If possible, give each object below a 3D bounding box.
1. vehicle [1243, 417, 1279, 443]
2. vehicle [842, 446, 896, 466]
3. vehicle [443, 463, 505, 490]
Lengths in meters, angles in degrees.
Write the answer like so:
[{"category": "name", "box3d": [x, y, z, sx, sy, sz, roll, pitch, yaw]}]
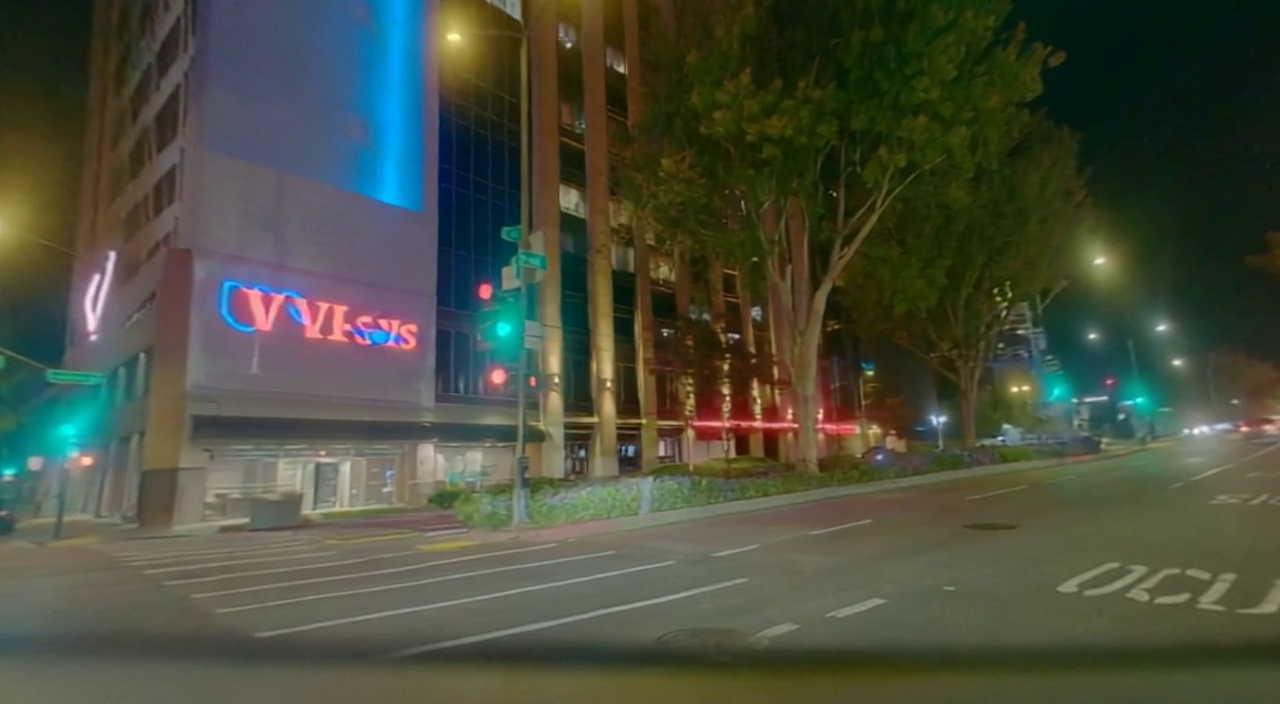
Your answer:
[{"category": "vehicle", "box3d": [46.812, 5.824, 46.939, 4.250, 1.775, 2.223, 7, -11, -40]}, {"category": "vehicle", "box3d": [17.683, 7.999, 48.667, 4.442, 1.440, 1.840, 7, -11, -40]}, {"category": "vehicle", "box3d": [-10.017, 7.422, 37.944, 1.956, 1.471, 3.994, 7, -12, -42]}]
